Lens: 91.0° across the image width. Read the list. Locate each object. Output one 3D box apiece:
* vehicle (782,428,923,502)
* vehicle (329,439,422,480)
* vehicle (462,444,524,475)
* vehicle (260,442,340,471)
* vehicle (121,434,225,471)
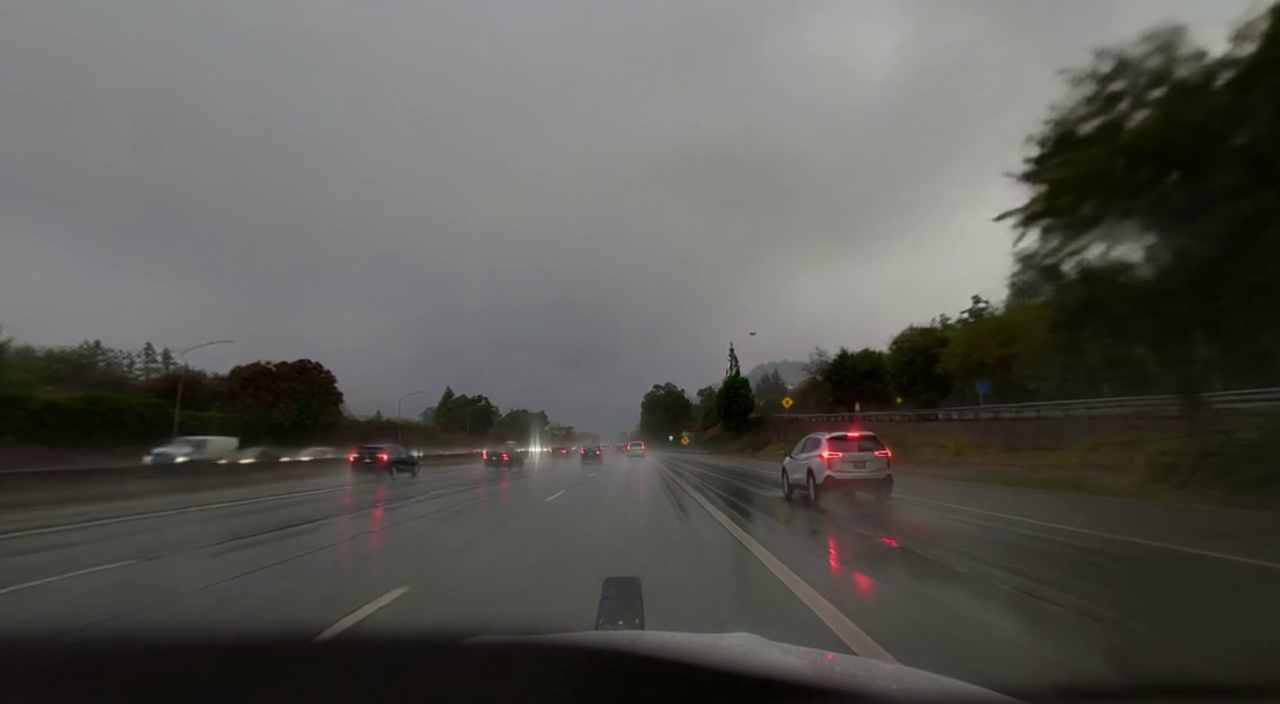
[{"bbox_3d":[5.805,3.173,18.058,2.259,1.816,4.862,0,-9,-1],"label":"vehicle"},{"bbox_3d":[-11.440,4.675,27.636,2.107,1.628,4.446,0,-9,1],"label":"vehicle"},{"bbox_3d":[-7.515,5.552,32.718,2.071,1.486,4.703,0,-9,1],"label":"vehicle"},{"bbox_3d":[-21.291,6.573,39.727,2.030,1.647,5.293,0,-9,1],"label":"vehicle"},{"bbox_3d":[-25.169,5.446,34.223,2.038,1.812,4.691,0,-9,0],"label":"vehicle"}]
